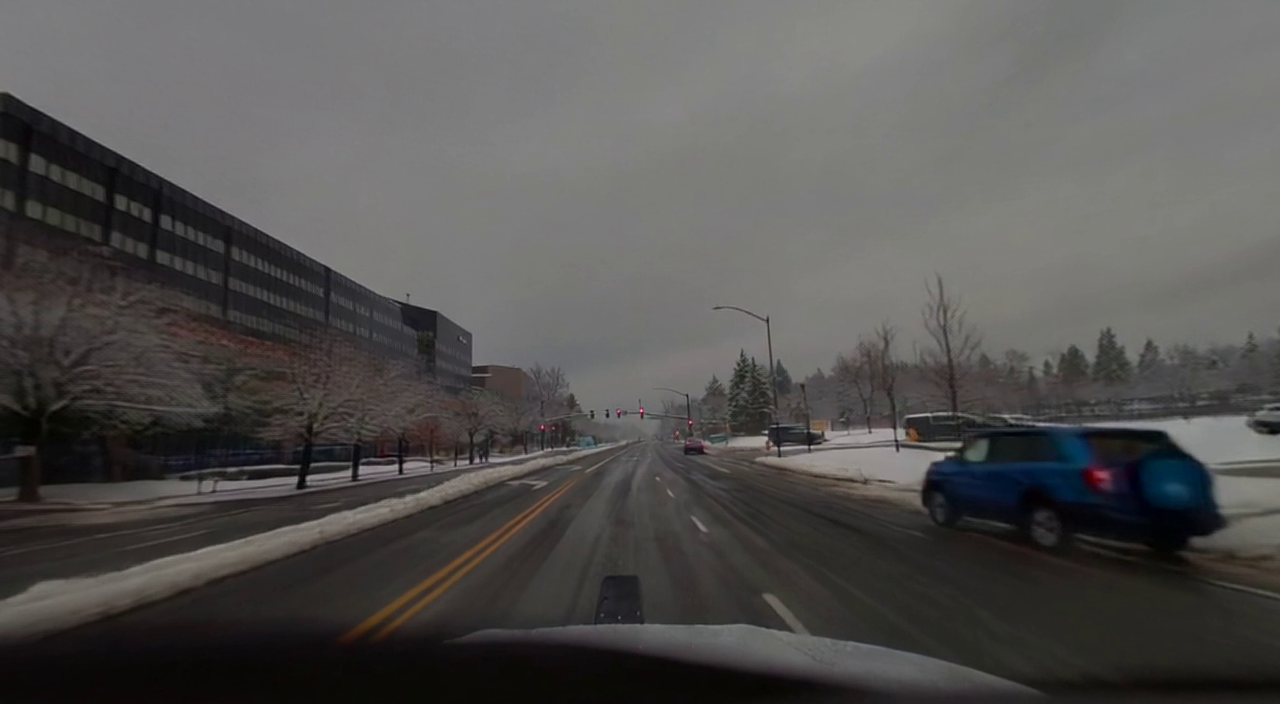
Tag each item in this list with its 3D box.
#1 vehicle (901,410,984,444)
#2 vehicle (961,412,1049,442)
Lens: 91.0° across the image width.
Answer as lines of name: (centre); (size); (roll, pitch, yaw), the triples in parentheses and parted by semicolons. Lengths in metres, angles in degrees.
vehicle: (16.916, 4.284, 35.527); (2.059, 1.788, 4.708); (1, -8, -4)
vehicle: (19.822, 4.154, 34.421); (2.021, 1.472, 4.047); (1, -8, -8)
